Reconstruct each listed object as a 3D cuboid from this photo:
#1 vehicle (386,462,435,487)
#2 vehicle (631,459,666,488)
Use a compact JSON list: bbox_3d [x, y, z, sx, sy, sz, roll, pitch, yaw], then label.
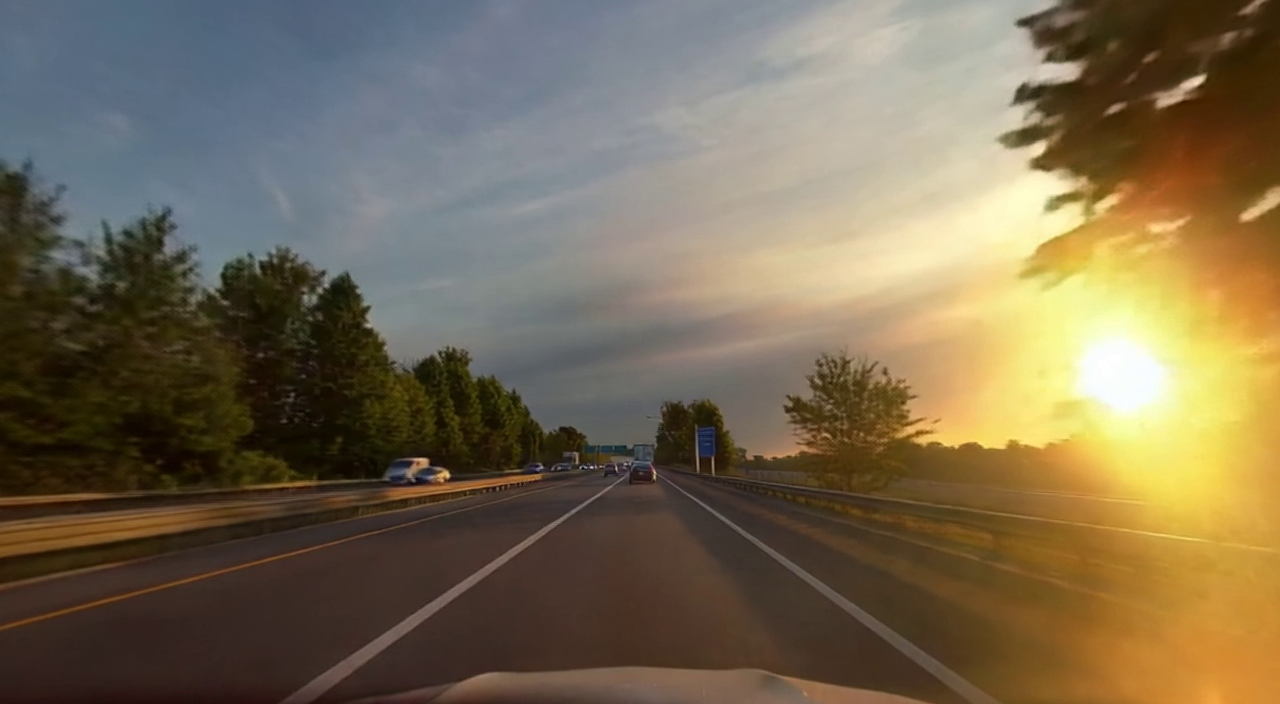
[{"bbox_3d":[-15.838,8.478,43.677,1.823,1.554,3.847,0,-10,2],"label":"vehicle"},{"bbox_3d":[0.473,7.463,38.838,2.048,1.663,4.377,1,-10,0],"label":"vehicle"}]
